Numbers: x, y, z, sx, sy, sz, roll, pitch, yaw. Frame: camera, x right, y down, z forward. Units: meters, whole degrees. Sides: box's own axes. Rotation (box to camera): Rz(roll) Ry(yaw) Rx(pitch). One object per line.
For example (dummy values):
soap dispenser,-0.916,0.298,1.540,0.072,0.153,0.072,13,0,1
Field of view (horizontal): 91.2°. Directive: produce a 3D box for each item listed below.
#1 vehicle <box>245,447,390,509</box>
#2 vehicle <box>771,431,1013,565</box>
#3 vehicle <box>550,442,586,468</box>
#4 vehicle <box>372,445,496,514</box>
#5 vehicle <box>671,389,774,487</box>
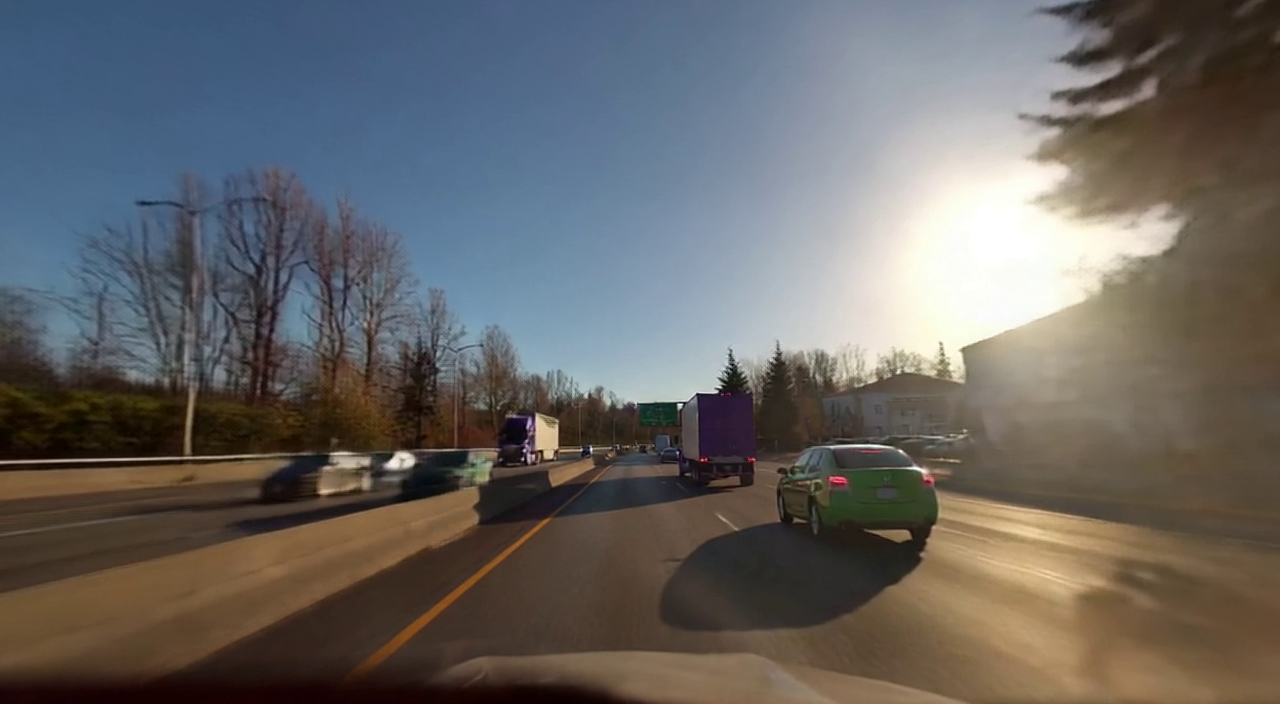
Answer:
vehicle,-9.026,3.526,18.041,1.903,1.521,4.161,-1,-9,1
vehicle,3.404,2.032,9.420,1.971,1.558,3.834,0,-9,-1
vehicle,-5.335,7.691,46.955,2.038,1.801,4.594,-1,-9,1
vehicle,-5.113,3.182,16.126,1.817,1.539,3.879,-1,-9,1
vehicle,3.355,4.241,30.235,2.916,3.563,14.462,0,-9,0
